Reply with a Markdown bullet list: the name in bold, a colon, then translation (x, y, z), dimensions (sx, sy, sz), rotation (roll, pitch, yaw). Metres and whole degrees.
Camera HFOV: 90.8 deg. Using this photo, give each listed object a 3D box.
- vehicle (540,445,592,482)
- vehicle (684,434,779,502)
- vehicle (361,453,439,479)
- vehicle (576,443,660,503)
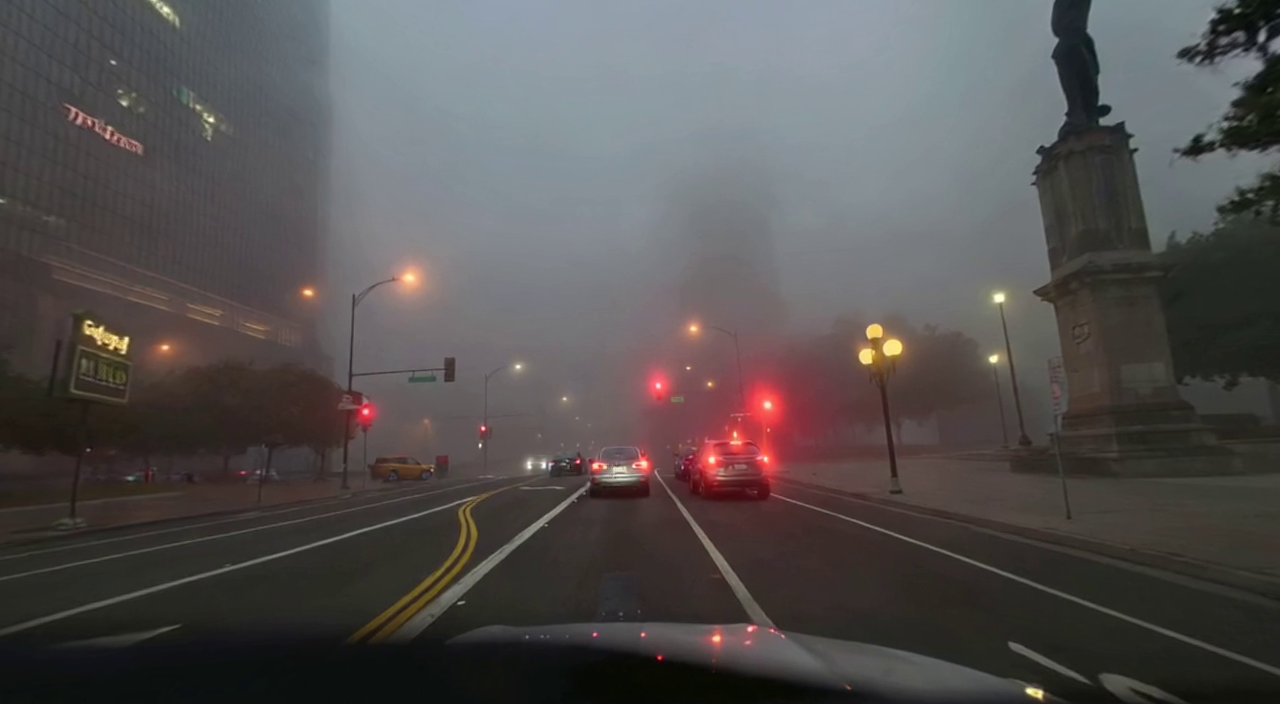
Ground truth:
- **vehicle**: translation (-3.522, 5.403, 30.965), dimensions (2.045, 1.633, 4.864), rotation (0, -9, -2)
- **vehicle**: translation (2.588, 3.437, 19.078), dimensions (2.096, 1.775, 4.440), rotation (0, -9, -1)
- **vehicle**: translation (-17.612, 8.376, 46.564), dimensions (4.855, 1.769, 2.071), rotation (0, -9, 1)
- **vehicle**: translation (-0.574, 3.353, 17.957), dimensions (2.096, 1.492, 4.071), rotation (0, -9, -1)
